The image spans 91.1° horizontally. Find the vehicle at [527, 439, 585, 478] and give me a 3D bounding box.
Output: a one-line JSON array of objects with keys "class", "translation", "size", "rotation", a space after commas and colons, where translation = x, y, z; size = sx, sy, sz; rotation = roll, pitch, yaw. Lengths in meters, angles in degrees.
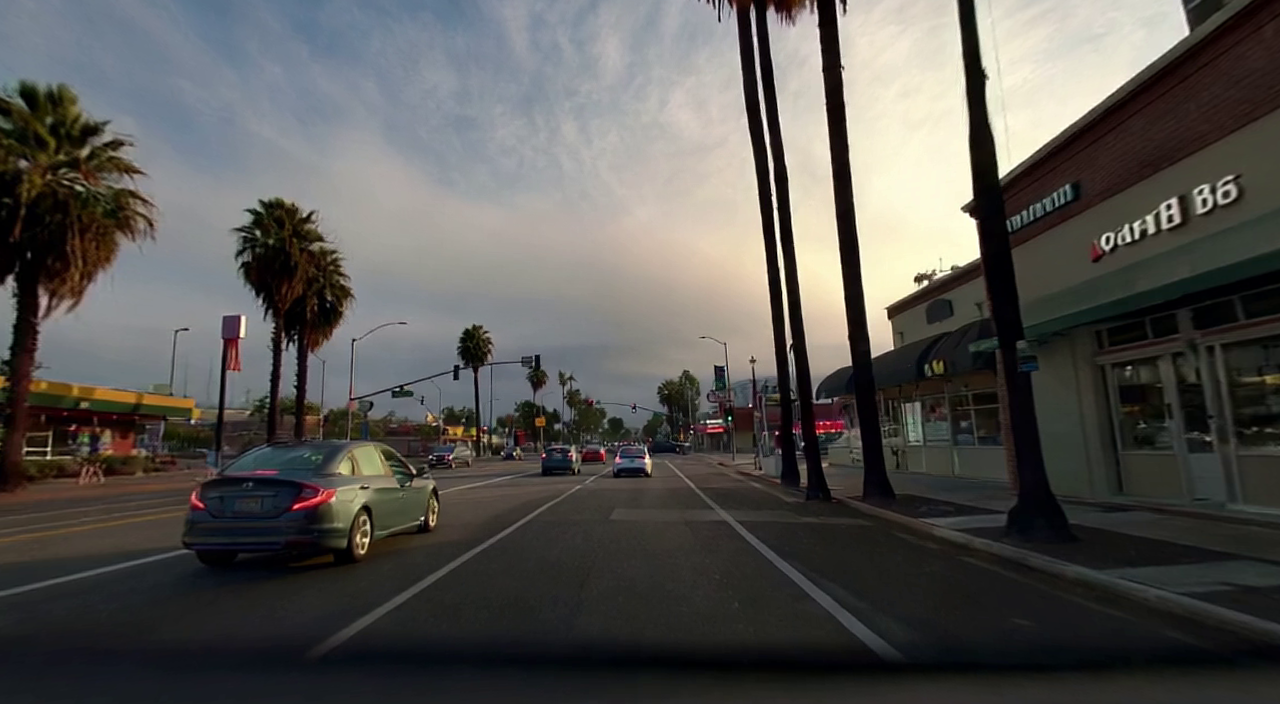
[{"class": "vehicle", "translation": [-3.743, 4.826, 28.630], "size": [1.979, 1.634, 3.957], "rotation": [-1, -8, 2]}]

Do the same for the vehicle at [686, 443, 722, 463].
[{"class": "vehicle", "translation": [5.026, 7.842, 48.829], "size": [2.059, 1.486, 3.980], "rotation": [-3, -9, 16]}]

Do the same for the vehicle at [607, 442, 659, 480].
[{"class": "vehicle", "translation": [-0.247, 4.738, 27.594], "size": [2.094, 1.496, 4.070], "rotation": [0, -8, 1]}]

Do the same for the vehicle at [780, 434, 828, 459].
[{"class": "vehicle", "translation": [11.260, 6.541, 43.366], "size": [1.982, 1.623, 4.211], "rotation": [0, -8, -2]}]

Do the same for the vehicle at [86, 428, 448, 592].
[{"class": "vehicle", "translation": [-4.190, 1.813, 8.149], "size": [1.904, 1.513, 4.410], "rotation": [0, -8, 1]}]

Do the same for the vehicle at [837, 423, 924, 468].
[{"class": "vehicle", "translation": [11.214, 4.381, 29.754], "size": [2.111, 1.875, 5.301], "rotation": [1, -8, 1]}]
